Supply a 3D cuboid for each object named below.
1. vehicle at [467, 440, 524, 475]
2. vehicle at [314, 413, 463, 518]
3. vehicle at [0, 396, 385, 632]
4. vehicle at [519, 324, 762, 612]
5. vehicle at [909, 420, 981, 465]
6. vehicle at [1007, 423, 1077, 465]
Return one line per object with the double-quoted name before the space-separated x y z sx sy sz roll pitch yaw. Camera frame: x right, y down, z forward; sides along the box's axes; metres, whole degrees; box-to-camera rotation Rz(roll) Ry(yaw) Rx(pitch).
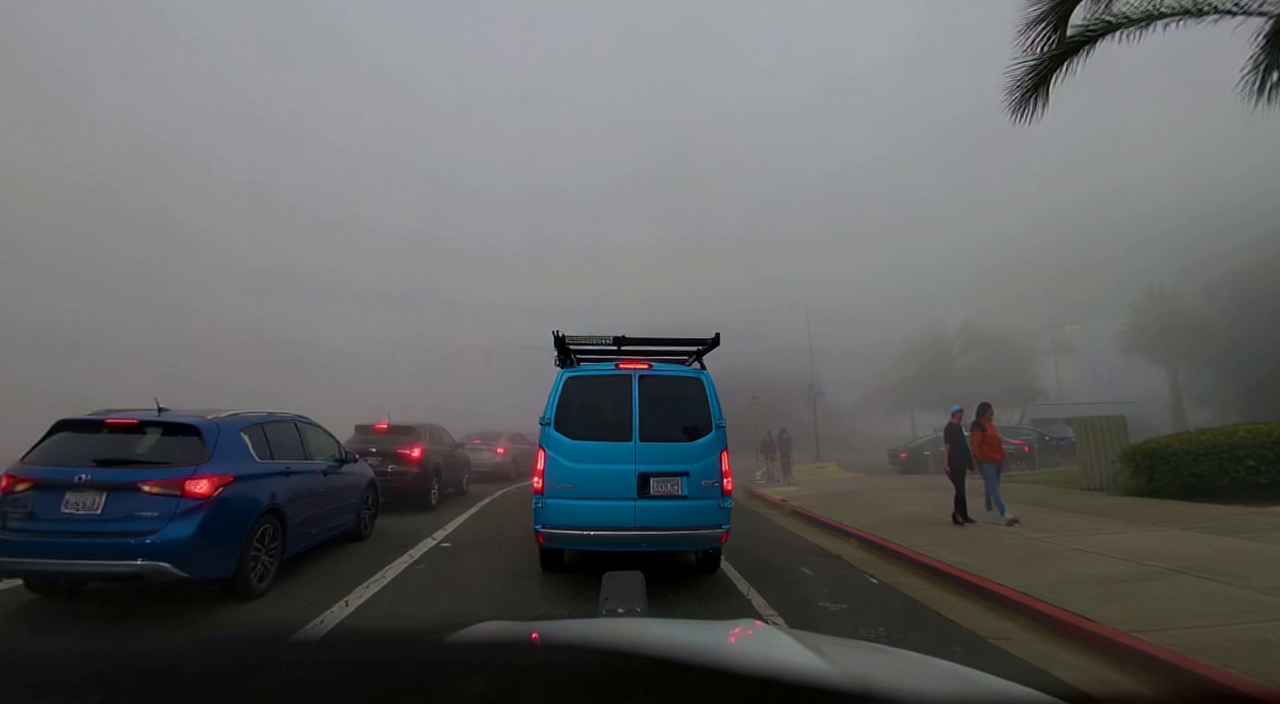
"vehicle" -6.844 4.889 29.570 1.818 1.479 4.428 4 -9 -22
"vehicle" -5.213 2.414 13.901 2.089 1.854 5.022 2 -9 -11
"vehicle" -4.404 1.469 6.687 1.986 1.643 4.315 1 -9 -6
"vehicle" -0.205 1.208 7.181 1.902 2.238 4.263 1 -9 -6
"vehicle" 12.632 3.753 26.052 2.046 1.675 3.924 -6 -10 33
"vehicle" 15.784 3.617 24.719 2.048 1.475 3.972 -6 -10 34
